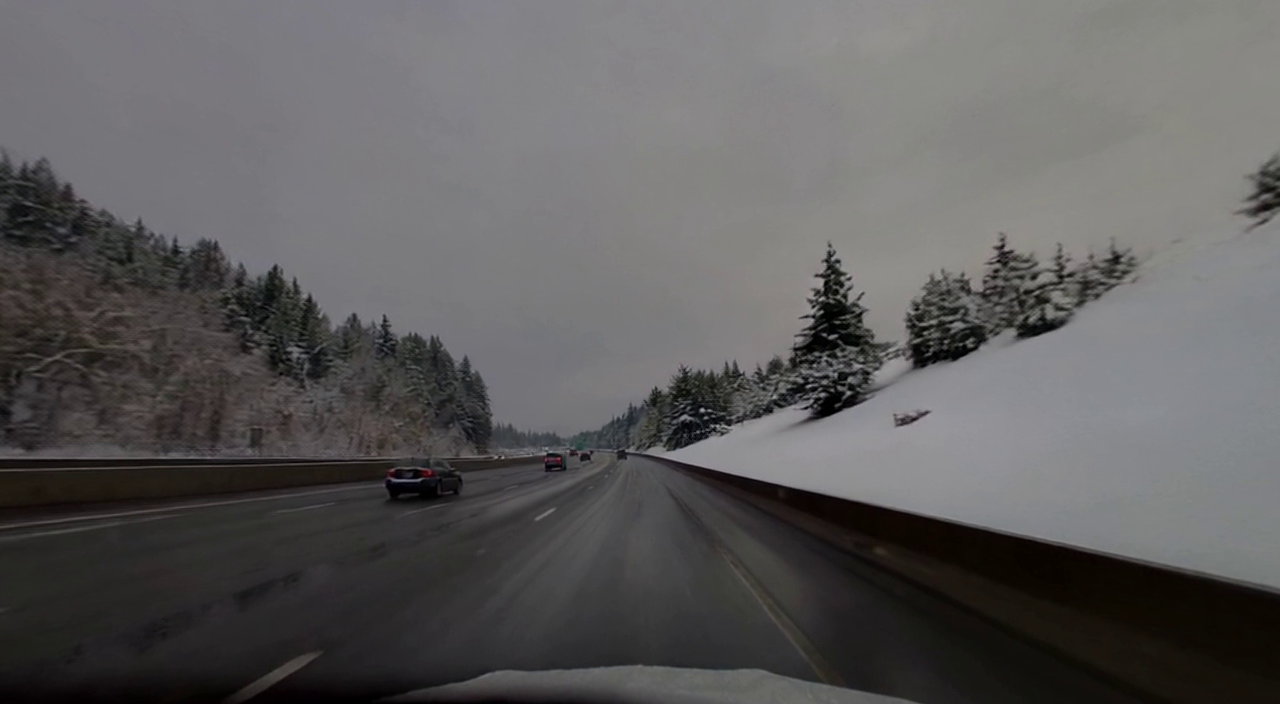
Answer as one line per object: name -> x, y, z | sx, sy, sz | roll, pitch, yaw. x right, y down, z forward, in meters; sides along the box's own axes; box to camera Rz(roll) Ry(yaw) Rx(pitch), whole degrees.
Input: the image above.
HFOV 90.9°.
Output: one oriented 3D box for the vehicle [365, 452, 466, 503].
vehicle -> -7.044, 3.942, 20.197 | 1.782, 1.441, 3.751 | 0, -9, 1
